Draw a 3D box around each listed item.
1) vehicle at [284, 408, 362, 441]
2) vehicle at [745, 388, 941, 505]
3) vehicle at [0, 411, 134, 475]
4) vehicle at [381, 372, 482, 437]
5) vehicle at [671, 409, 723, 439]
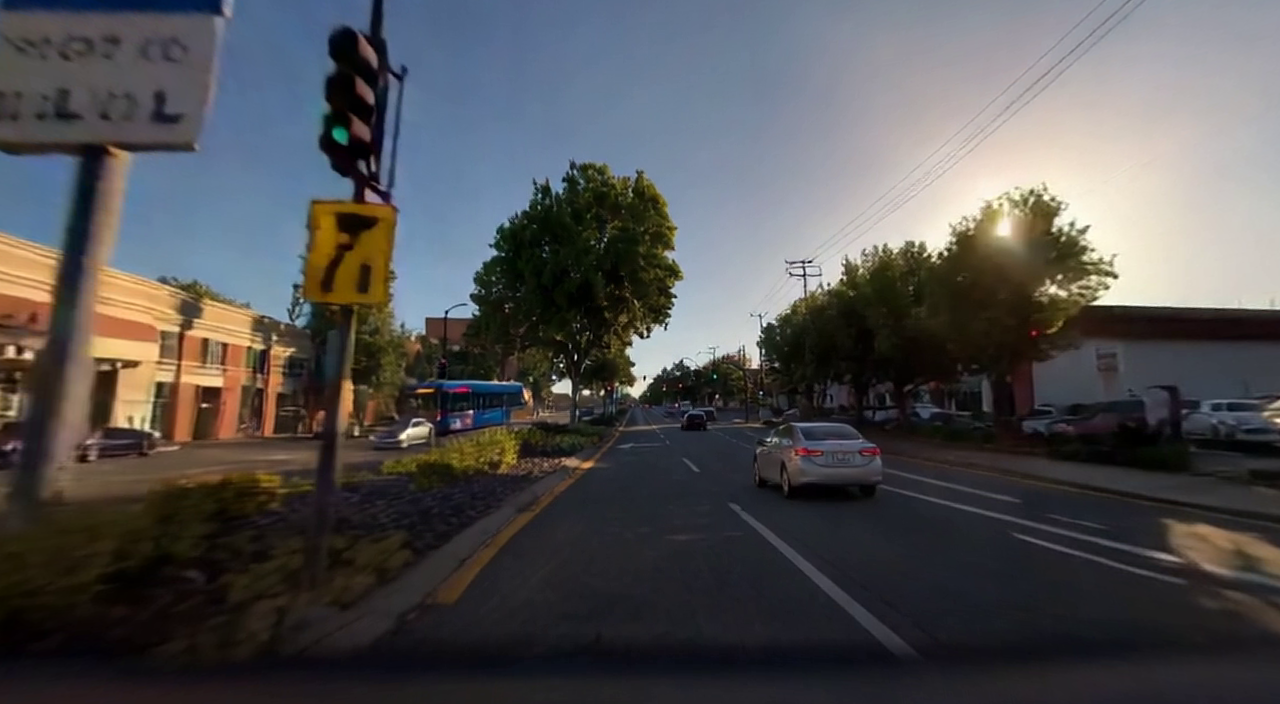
[{"bbox_3d":[-17.890,4.188,35.756,2.082,1.703,4.402,0,-8,0],"label":"vehicle"},{"bbox_3d":[3.273,1.669,11.211,1.999,1.679,4.217,0,-8,-1],"label":"vehicle"},{"bbox_3d":[-17.820,2.702,18.551,2.079,1.672,4.333,0,-9,2],"label":"vehicle"},{"bbox_3d":[-13.741,3.828,42.769,3.043,3.645,10.929,0,-9,0],"label":"vehicle"},{"bbox_3d":[2.923,3.871,33.497,2.282,1.458,4.362,0,-9,-1],"label":"vehicle"}]
